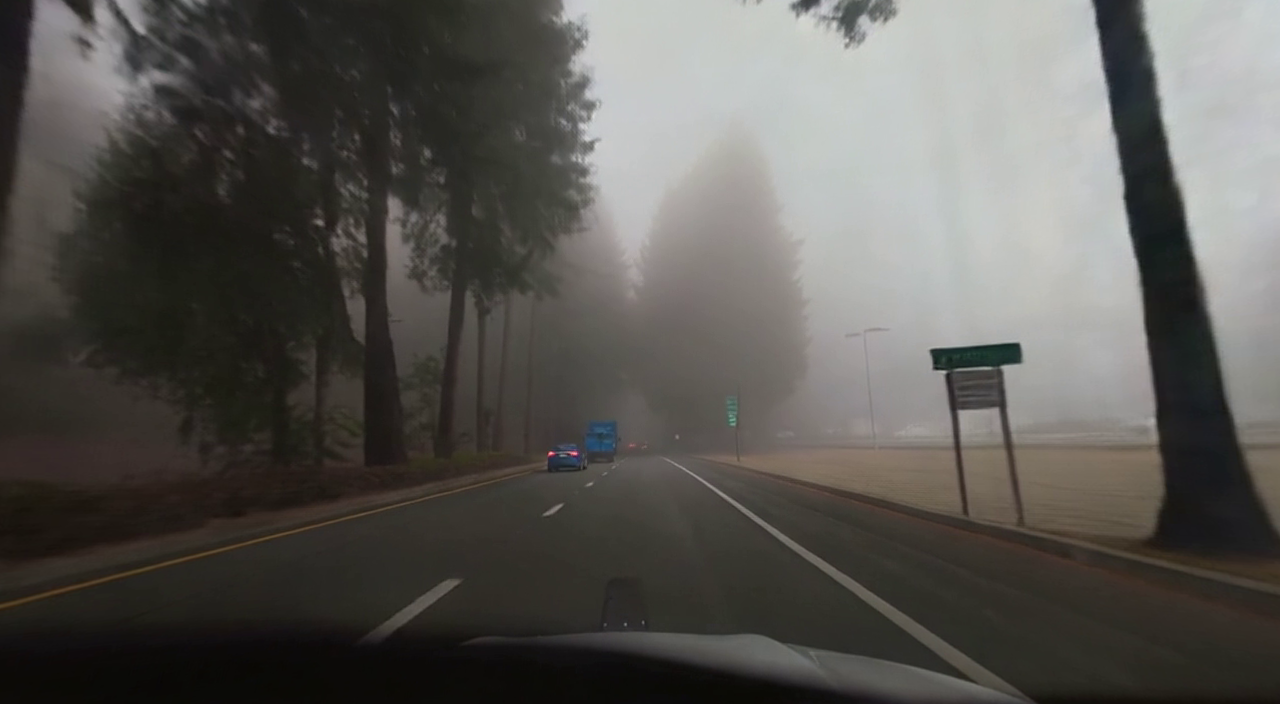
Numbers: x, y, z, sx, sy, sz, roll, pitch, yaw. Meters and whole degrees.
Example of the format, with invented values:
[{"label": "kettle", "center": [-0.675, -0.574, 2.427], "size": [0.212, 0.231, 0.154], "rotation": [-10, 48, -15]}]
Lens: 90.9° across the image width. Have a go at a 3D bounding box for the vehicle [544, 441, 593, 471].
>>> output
[{"label": "vehicle", "center": [-3.648, 5.389, 32.932], "size": [2.005, 1.462, 4.345], "rotation": [0, -8, 0]}]
